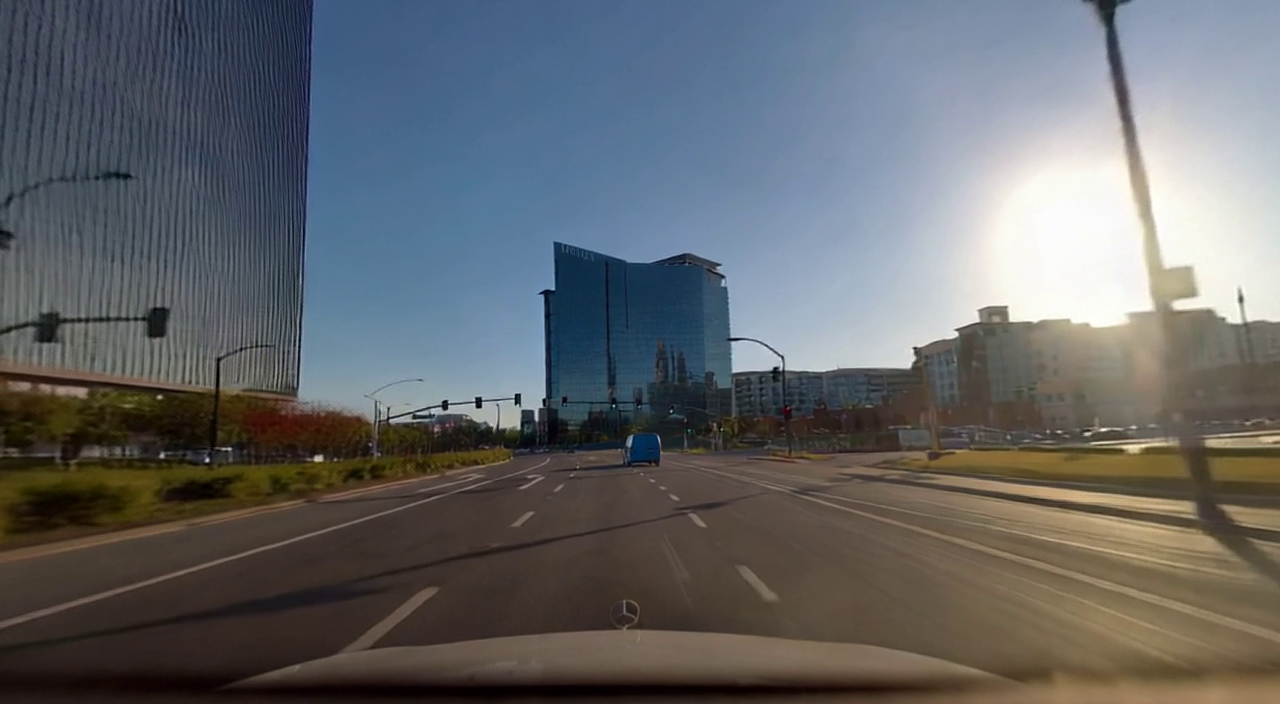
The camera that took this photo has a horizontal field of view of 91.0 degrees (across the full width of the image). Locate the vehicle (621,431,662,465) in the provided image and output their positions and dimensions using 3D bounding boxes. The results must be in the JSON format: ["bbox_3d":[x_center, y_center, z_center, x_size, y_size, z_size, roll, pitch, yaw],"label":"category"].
[{"bbox_3d":[0.045,6.798,44.681,2.339,2.244,4.817,1,-8,-7],"label":"vehicle"}]
